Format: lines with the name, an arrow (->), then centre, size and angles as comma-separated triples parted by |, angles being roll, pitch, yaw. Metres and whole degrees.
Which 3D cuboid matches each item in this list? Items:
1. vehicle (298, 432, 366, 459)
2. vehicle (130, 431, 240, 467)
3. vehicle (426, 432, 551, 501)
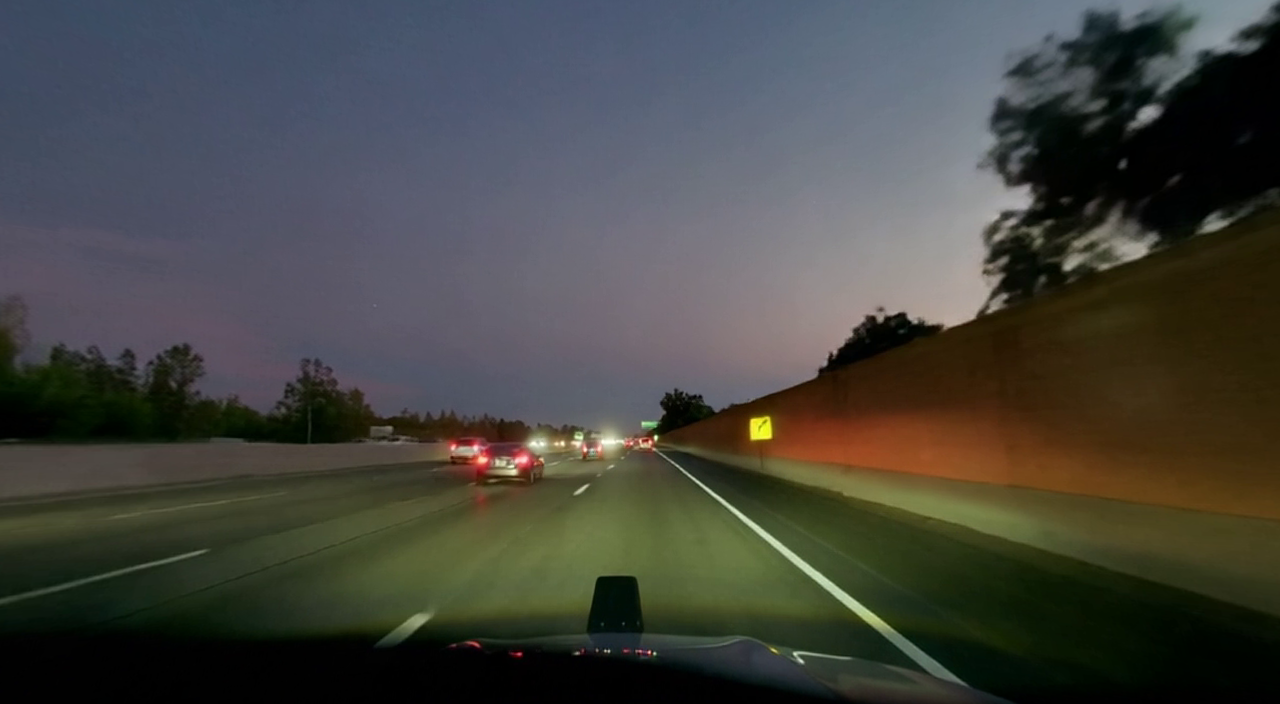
vehicle -> -21.006, 6.379, 43.100 | 2.089, 1.701, 5.106 | -1, -8, 0
vehicle -> -24.518, 5.220, 34.134 | 2.109, 1.752, 5.160 | -1, -8, 1
vehicle -> -3.694, 2.865, 16.318 | 1.945, 1.484, 4.803 | -1, -8, 1
